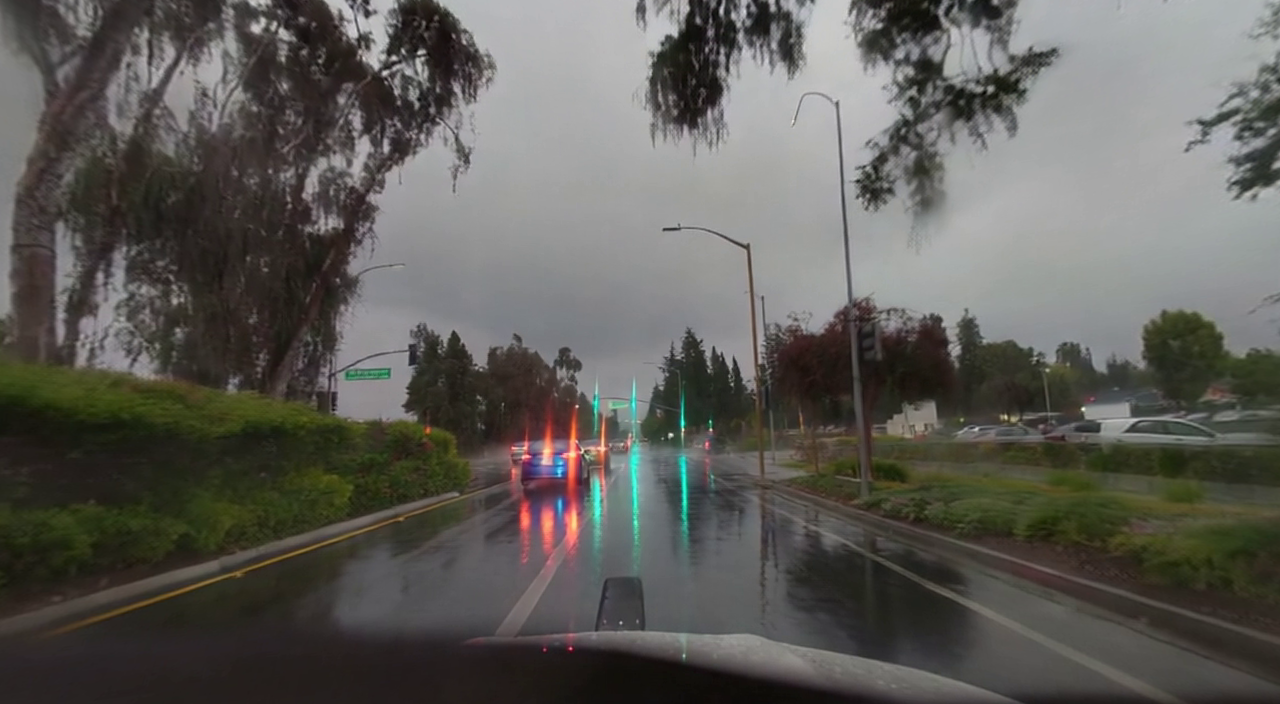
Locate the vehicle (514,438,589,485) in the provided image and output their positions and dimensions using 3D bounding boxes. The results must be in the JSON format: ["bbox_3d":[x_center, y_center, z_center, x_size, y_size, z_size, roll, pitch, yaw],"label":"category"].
[{"bbox_3d":[-2.966,3.786,22.079,1.979,1.492,3.930,0,-9,1],"label":"vehicle"}]

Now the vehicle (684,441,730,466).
[{"bbox_3d":[4.049,6.020,37.665,1.945,1.410,4.284,-3,-9,17],"label":"vehicle"}]

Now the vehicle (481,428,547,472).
[{"bbox_3d":[-6.215,4.941,31.836,2.390,2.020,5.085,0,-9,-1],"label":"vehicle"}]
